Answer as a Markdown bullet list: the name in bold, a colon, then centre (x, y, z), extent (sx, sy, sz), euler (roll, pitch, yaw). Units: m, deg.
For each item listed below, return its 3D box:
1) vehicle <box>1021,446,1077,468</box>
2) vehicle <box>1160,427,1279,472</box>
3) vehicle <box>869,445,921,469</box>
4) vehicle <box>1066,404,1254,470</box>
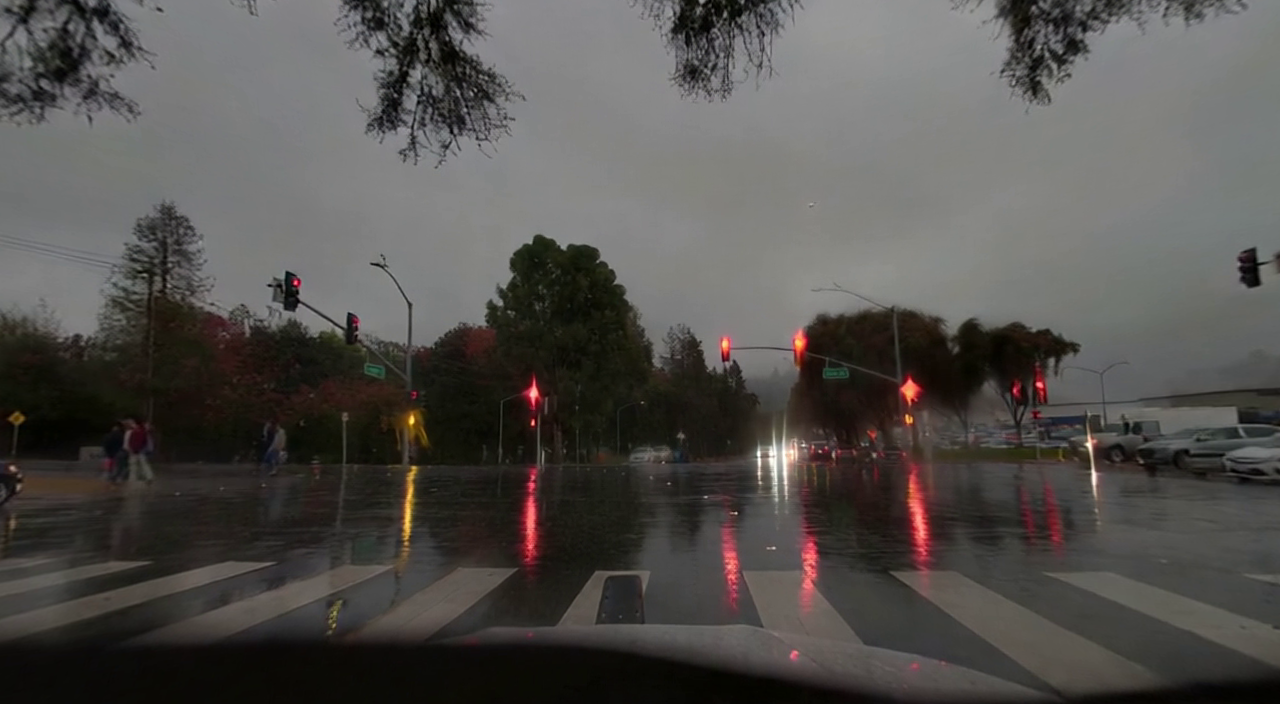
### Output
- **vehicle**: centre (27.690, 7.131, 42.860), extent (1.589, 1.405, 3.633), euler (-1, -9, 5)
- **vehicle**: centre (21.198, 3.361, 21.791), extent (4.740, 1.464, 1.876), euler (-1, -9, 3)
- **vehicle**: centre (17.503, 7.185, 43.589), extent (1.789, 1.557, 4.293), euler (0, -9, 1)
- **vehicle**: centre (22.953, 3.819, 28.158), extent (5.855, 2.746, 2.523), euler (-1, -9, 3)
